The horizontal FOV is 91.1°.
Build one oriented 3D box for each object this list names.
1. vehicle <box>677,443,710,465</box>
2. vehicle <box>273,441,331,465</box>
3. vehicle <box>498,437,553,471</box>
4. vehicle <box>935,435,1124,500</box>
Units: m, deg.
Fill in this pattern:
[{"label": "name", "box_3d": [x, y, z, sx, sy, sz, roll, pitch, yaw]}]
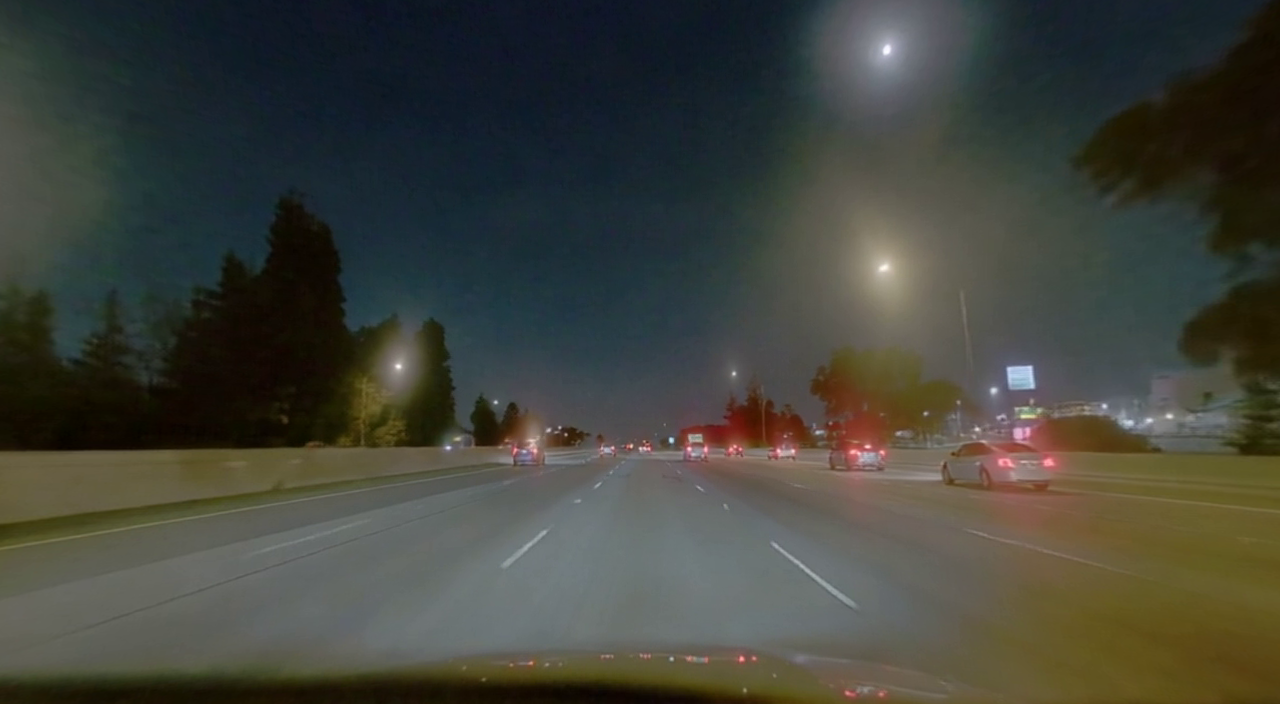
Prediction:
[{"label": "vehicle", "box_3d": [3.657, 7.025, 43.242, 1.950, 1.453, 3.378, 0, -9, -1]}, {"label": "vehicle", "box_3d": [-21.187, 6.340, 39.494, 1.650, 1.414, 3.441, 0, -9, 1]}, {"label": "vehicle", "box_3d": [-6.300, 5.664, 35.066, 2.091, 1.746, 4.437, 0, -9, 1]}, {"label": "vehicle", "box_3d": [10.192, 3.043, 17.009, 1.979, 1.467, 4.839, 0, -9, -1]}]
